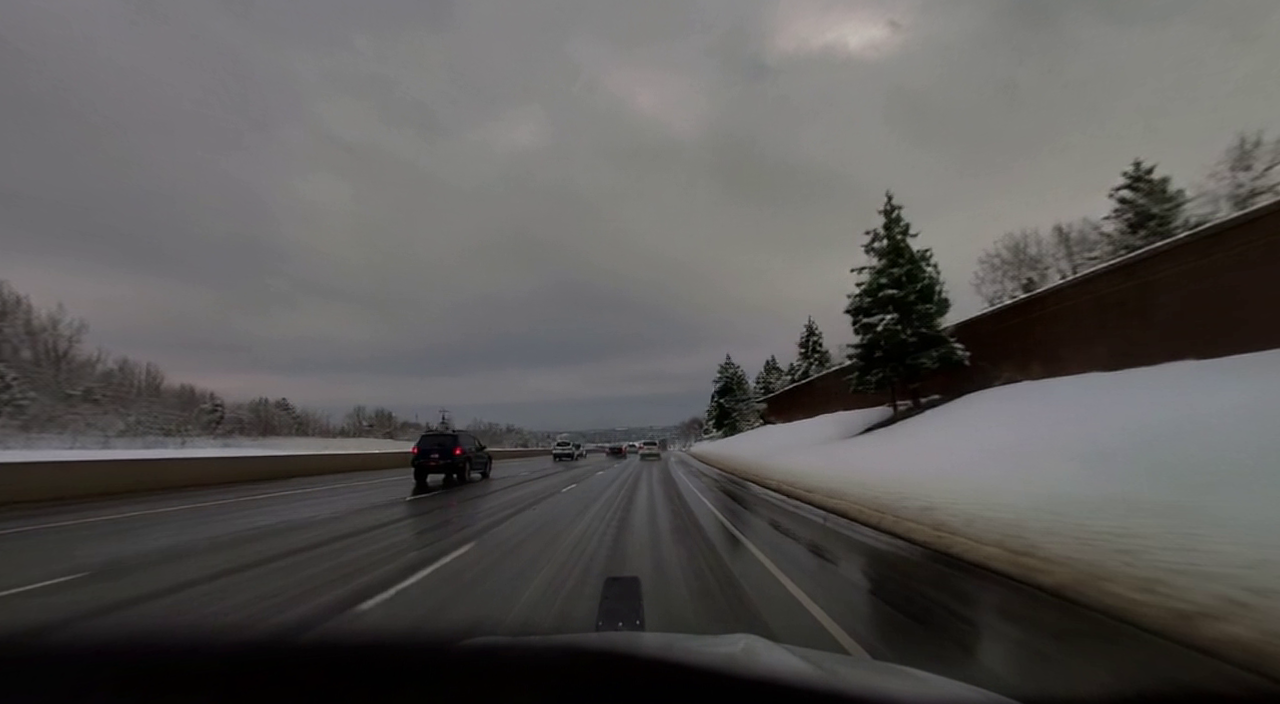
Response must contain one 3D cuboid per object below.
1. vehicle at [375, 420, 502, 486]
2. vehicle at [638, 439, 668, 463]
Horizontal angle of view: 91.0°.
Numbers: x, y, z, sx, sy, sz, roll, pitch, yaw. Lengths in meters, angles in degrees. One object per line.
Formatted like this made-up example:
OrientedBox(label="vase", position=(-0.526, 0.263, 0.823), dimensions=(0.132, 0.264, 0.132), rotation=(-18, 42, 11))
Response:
OrientedBox(label="vehicle", position=(-6.756, 3.495, 21.999), dimensions=(2.438, 1.967, 5.596), rotation=(0, -8, 1))
OrientedBox(label="vehicle", position=(0.916, 7.378, 47.142), dimensions=(2.141, 1.706, 4.065), rotation=(0, -8, 0))
